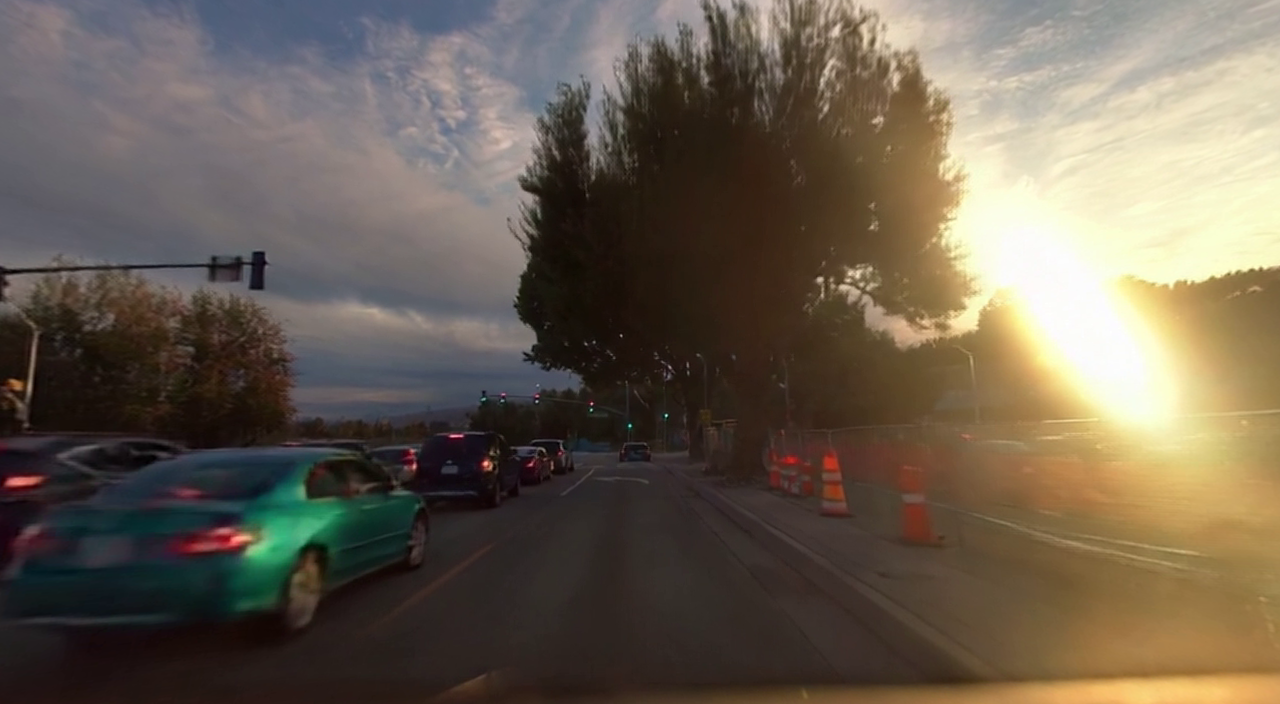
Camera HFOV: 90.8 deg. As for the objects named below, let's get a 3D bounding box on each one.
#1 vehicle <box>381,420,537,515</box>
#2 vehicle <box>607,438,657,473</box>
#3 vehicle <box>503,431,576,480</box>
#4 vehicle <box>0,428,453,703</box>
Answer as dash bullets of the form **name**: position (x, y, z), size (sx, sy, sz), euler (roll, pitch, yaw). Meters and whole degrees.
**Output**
- **vehicle**: position (-4.031, 2.683, 15.148), size (2.236, 1.886, 4.792), euler (0, -9, 1)
- **vehicle**: position (-0.364, 4.849, 29.808), size (2.183, 1.506, 4.286), euler (0, -9, 0)
- **vehicle**: position (-4.095, 4.322, 26.588), size (2.240, 1.844, 5.043), euler (0, -9, 0)
- **vehicle**: position (-3.261, 1.485, 5.496), size (2.042, 1.441, 4.172), euler (-2, -9, 0)
